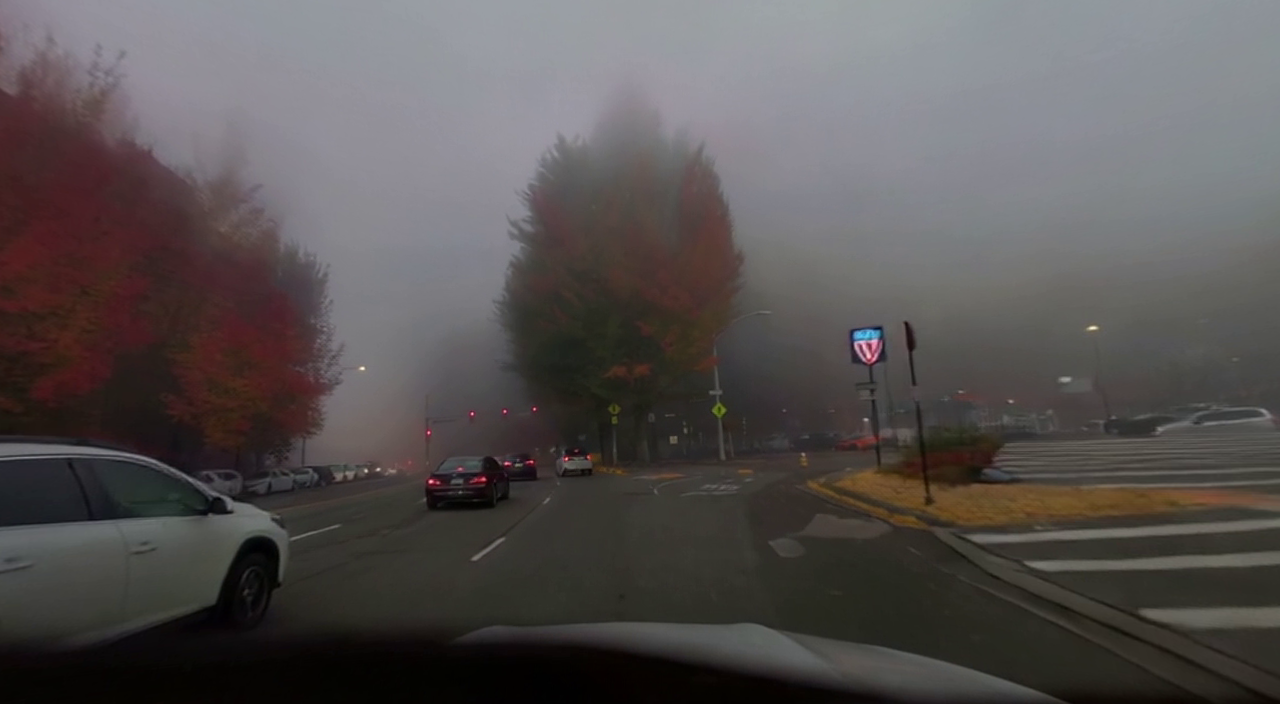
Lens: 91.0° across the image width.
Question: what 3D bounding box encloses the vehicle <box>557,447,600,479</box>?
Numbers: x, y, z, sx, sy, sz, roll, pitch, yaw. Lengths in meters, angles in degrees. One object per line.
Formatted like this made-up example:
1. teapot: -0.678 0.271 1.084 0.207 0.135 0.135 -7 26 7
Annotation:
1. vehicle: -3.614 6.329 36.271 2.144 1.704 4.028 2 -9 -9

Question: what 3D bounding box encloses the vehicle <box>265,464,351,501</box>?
1. vehicle: -15.923 6.245 30.512 1.972 1.514 4.689 2 -9 -5

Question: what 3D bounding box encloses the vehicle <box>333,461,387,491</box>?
1. vehicle: -17.674 7.836 39.955 2.039 1.672 4.596 2 -9 -10

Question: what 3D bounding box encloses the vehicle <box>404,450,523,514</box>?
1. vehicle: -4.796 3.577 18.018 2.090 1.506 5.326 1 -9 -3

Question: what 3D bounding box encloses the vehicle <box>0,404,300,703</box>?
1. vehicle: -4.207 1.147 3.484 2.085 1.663 4.513 1 -9 0

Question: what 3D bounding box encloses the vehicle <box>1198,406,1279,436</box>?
1. vehicle: 39.755 4.507 40.662 5.280 1.764 2.026 -9 -13 44

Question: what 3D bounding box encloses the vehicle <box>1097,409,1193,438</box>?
1. vehicle: 33.586 4.731 41.928 2.110 1.696 4.653 12 -12 -42
